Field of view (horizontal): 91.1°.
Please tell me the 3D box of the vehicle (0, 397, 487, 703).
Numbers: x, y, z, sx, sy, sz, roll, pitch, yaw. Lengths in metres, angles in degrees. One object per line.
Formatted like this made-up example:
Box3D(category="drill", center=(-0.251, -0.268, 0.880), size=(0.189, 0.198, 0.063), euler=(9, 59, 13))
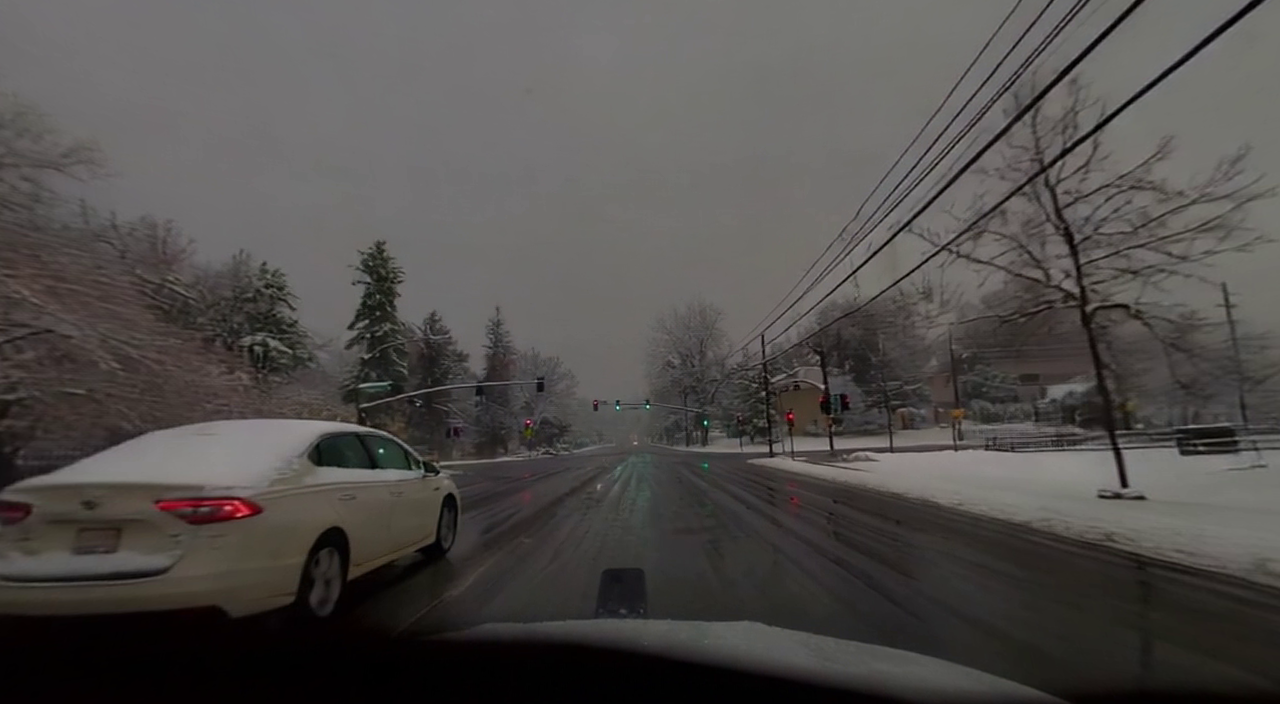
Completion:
Box3D(category="vehicle", center=(-3.144, 1.376, 5.624), size=(2.139, 1.564, 4.901), euler=(0, -8, 2))
